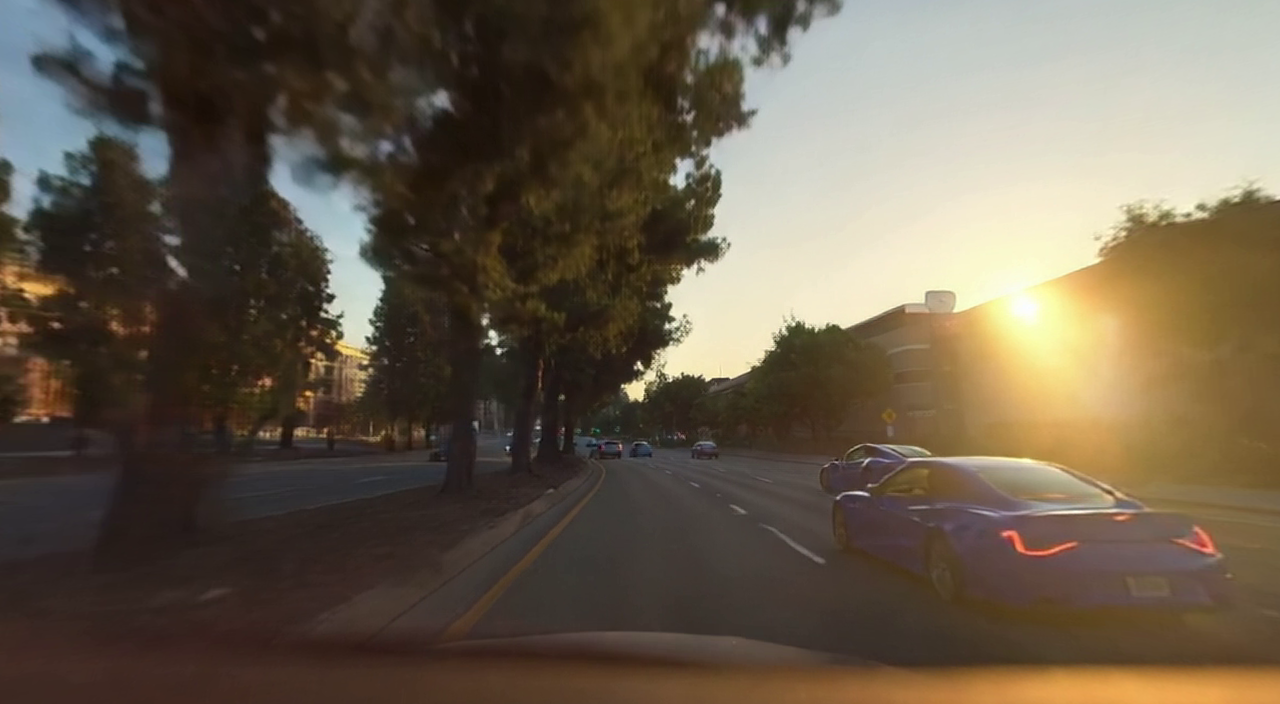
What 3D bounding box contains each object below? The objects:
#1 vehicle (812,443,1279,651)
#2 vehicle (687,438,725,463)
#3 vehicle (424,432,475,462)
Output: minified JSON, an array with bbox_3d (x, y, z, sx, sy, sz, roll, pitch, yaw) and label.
[{"bbox_3d":[3.418,1.620,6.434,1.990,1.347,4.388,0,-8,-2],"label":"vehicle"},{"bbox_3d":[4.660,7.085,45.462,1.931,1.685,4.054,1,-8,-6],"label":"vehicle"},{"bbox_3d":[-11.757,5.910,39.288,2.048,1.738,4.520,1,-8,-4],"label":"vehicle"}]
